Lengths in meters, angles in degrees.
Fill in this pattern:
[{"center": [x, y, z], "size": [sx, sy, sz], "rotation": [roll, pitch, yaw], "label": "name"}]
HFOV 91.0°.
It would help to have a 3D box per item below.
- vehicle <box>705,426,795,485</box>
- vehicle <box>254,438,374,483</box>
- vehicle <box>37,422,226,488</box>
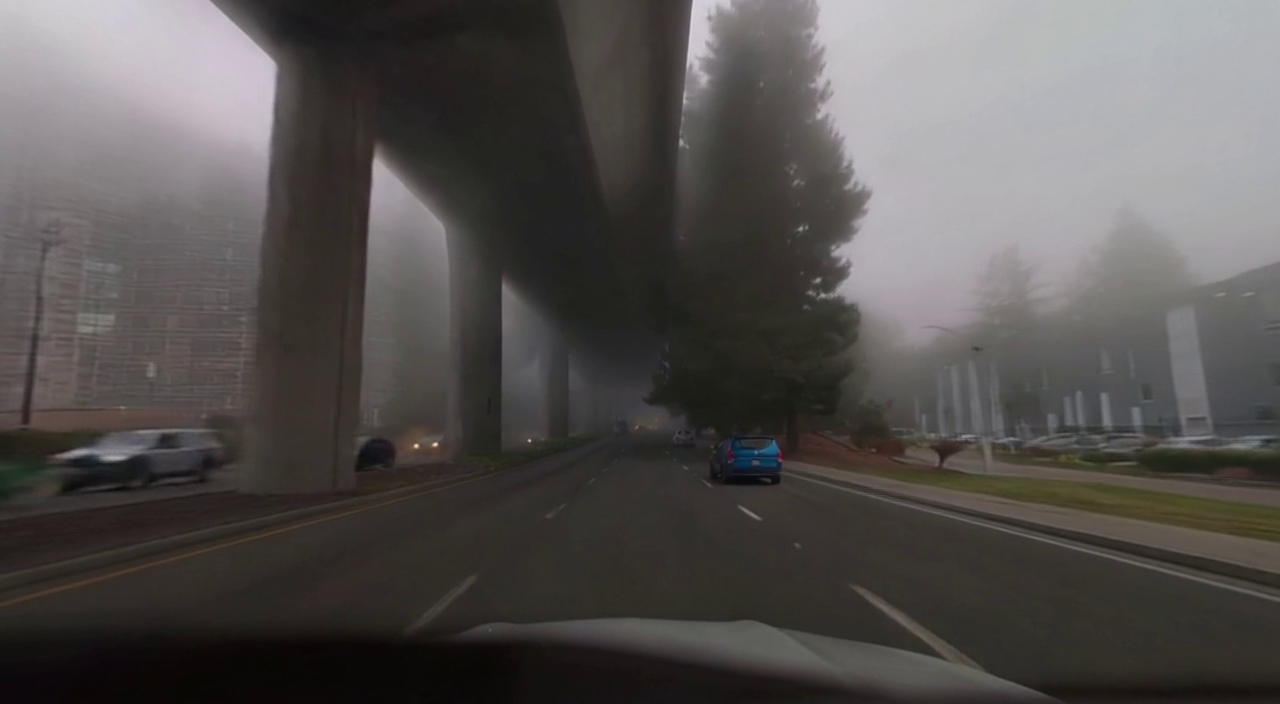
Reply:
[{"center": [3.450, 3.360, 20.722], "size": [2.110, 1.712, 4.489], "rotation": [0, -9, -1], "label": "vehicle"}, {"center": [-11.835, 3.952, 23.298], "size": [1.909, 1.486, 4.590], "rotation": [0, -9, 1], "label": "vehicle"}, {"center": [-18.872, 3.856, 23.909], "size": [2.375, 2.173, 5.733], "rotation": [0, -9, 0], "label": "vehicle"}]
